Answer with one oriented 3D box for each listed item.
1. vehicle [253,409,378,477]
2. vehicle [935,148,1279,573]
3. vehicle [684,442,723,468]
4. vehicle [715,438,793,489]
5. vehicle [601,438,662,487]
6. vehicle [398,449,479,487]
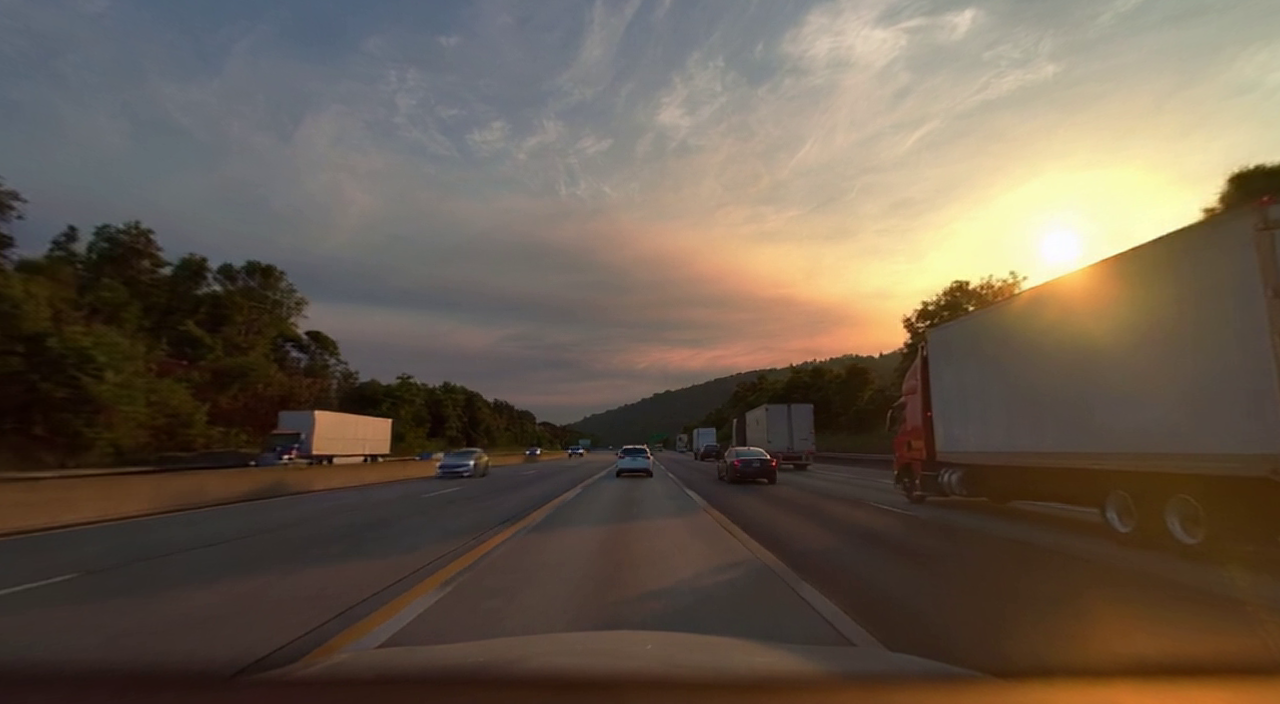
[{"bbox_3d":[-19.178,5.541,38.048,2.870,3.622,8.269,0,-9,2],"label":"vehicle"},{"bbox_3d":[7.604,0.487,8.727,2.823,4.063,8.485,0,-9,0],"label":"vehicle"},{"bbox_3d":[4.225,6.933,42.483,2.150,1.632,4.260,0,-9,0],"label":"vehicle"},{"bbox_3d":[3.799,3.801,21.762,1.920,1.594,3.867,0,-9,0],"label":"vehicle"},{"bbox_3d":[-0.272,3.980,22.892,2.023,1.618,3.628,0,-9,0],"label":"vehicle"},{"bbox_3d":[-8.040,4.644,25.550,2.002,1.433,3.694,0,-9,2],"label":"vehicle"}]
